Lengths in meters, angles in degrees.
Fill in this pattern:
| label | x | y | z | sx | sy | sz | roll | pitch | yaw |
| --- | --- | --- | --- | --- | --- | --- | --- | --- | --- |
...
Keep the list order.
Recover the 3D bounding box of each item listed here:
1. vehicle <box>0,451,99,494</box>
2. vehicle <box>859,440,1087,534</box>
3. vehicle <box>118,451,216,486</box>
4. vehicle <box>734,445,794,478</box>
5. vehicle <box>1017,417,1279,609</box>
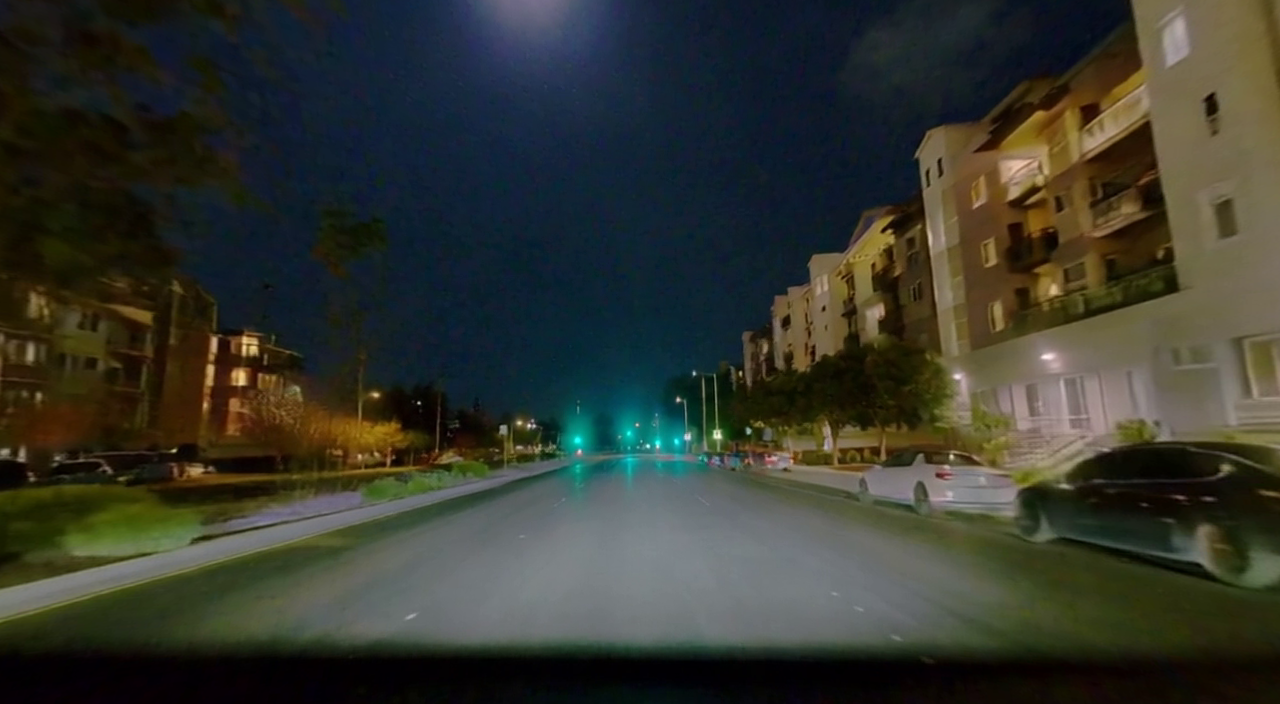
| label | x | y | z | sx | sy | sz | roll | pitch | yaw |
| --- | --- | --- | --- | --- | --- | --- | --- | --- | --- |
| vehicle | -26.062 | 5.148 | 27.137 | 1.781 | 1.666 | 4.238 | 0 | -9 | -3 |
| vehicle | 6.581 | 2.698 | 13.337 | 1.956 | 1.487 | 5.176 | -3 | -9 | 0 |
| vehicle | -25.772 | 6.326 | 34.492 | 2.000 | 1.696 | 4.318 | 0 | -9 | 0 |
| vehicle | 6.182 | 5.497 | 31.982 | 2.056 | 1.528 | 4.816 | 0 | -9 | 0 |
| vehicle | 6.613 | 1.616 | 6.877 | 2.060 | 1.672 | 4.556 | 0 | -9 | -1 |
